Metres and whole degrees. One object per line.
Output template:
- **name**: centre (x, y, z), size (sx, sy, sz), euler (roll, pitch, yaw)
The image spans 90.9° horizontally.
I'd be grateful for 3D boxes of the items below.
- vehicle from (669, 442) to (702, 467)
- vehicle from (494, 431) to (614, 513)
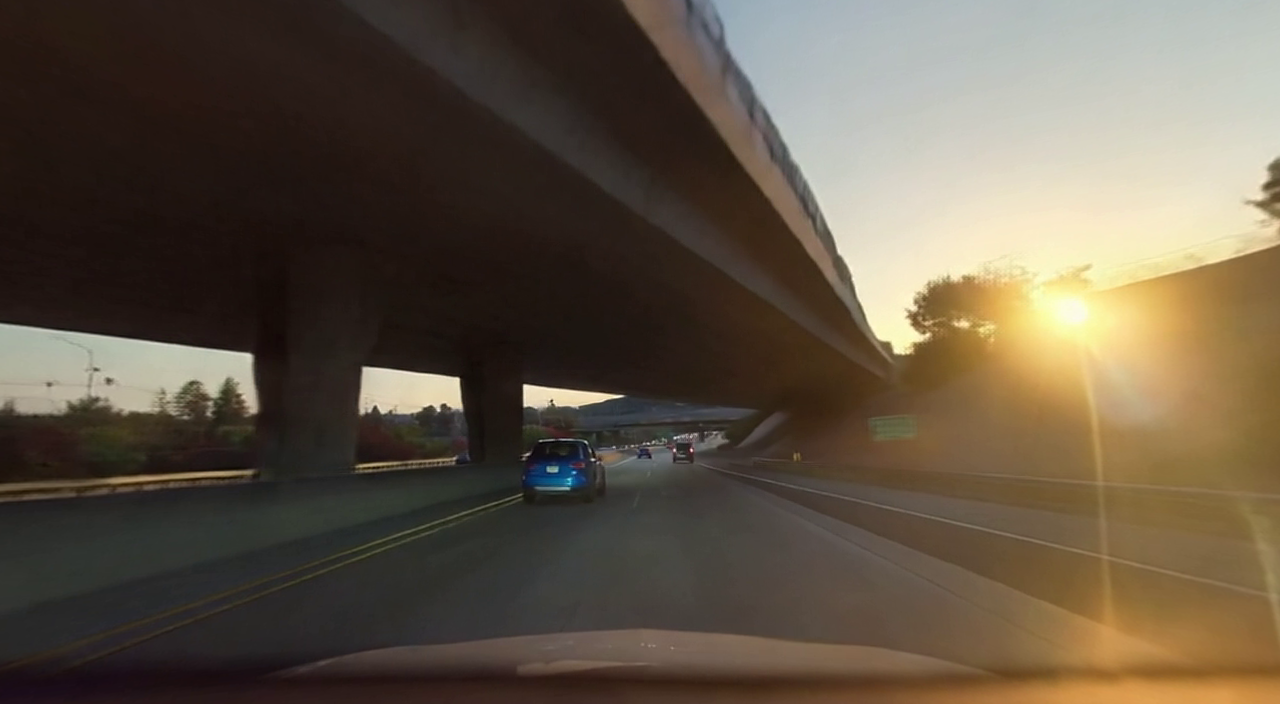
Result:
- **vehicle**: centre (3.186, 7.263, 44.805), size (2.073, 1.621, 3.993), euler (-1, -9, 1)
- **vehicle**: centre (-1.901, 2.851, 15.484), size (2.143, 1.693, 4.513), euler (-1, -9, 2)
